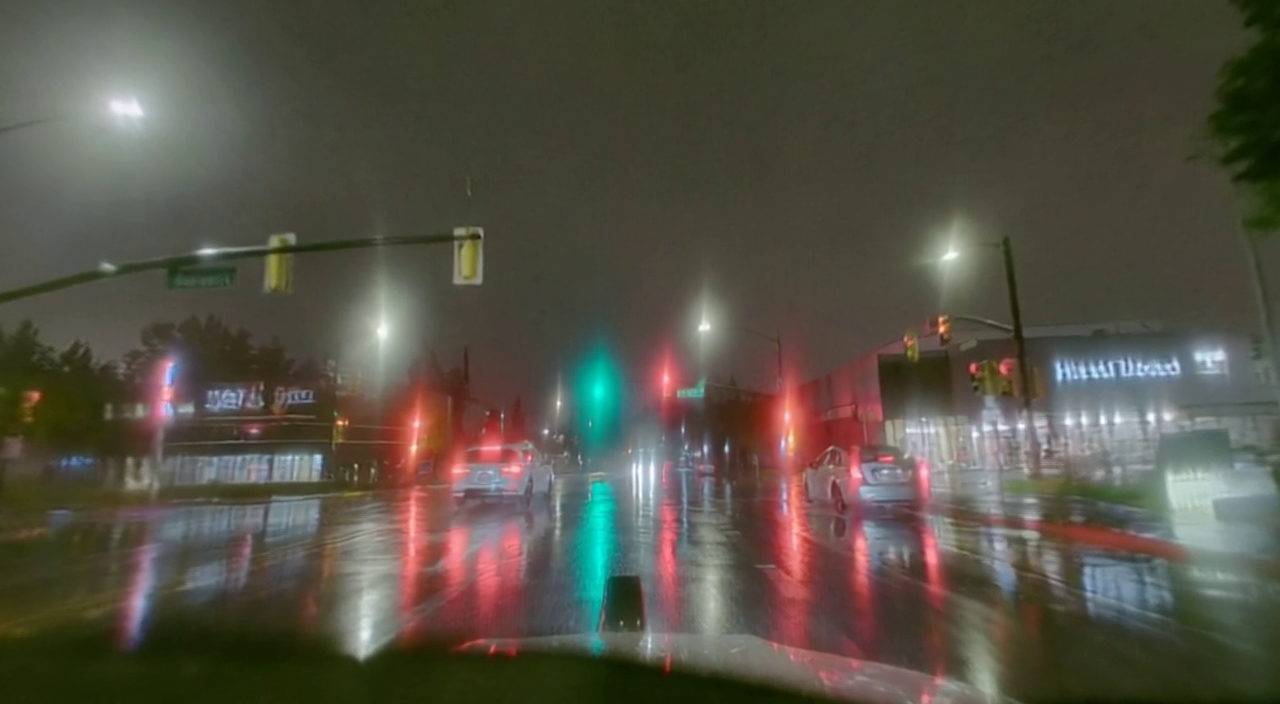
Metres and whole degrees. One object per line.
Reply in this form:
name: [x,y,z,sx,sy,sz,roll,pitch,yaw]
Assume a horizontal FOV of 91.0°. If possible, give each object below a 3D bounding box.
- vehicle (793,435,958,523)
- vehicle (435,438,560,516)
vehicle: [5.054,2.805,14.331,2.039,1.655,4.495,0,-9,1]
vehicle: [-3.262,2.985,15.408,1.947,1.627,4.248,0,-9,1]
